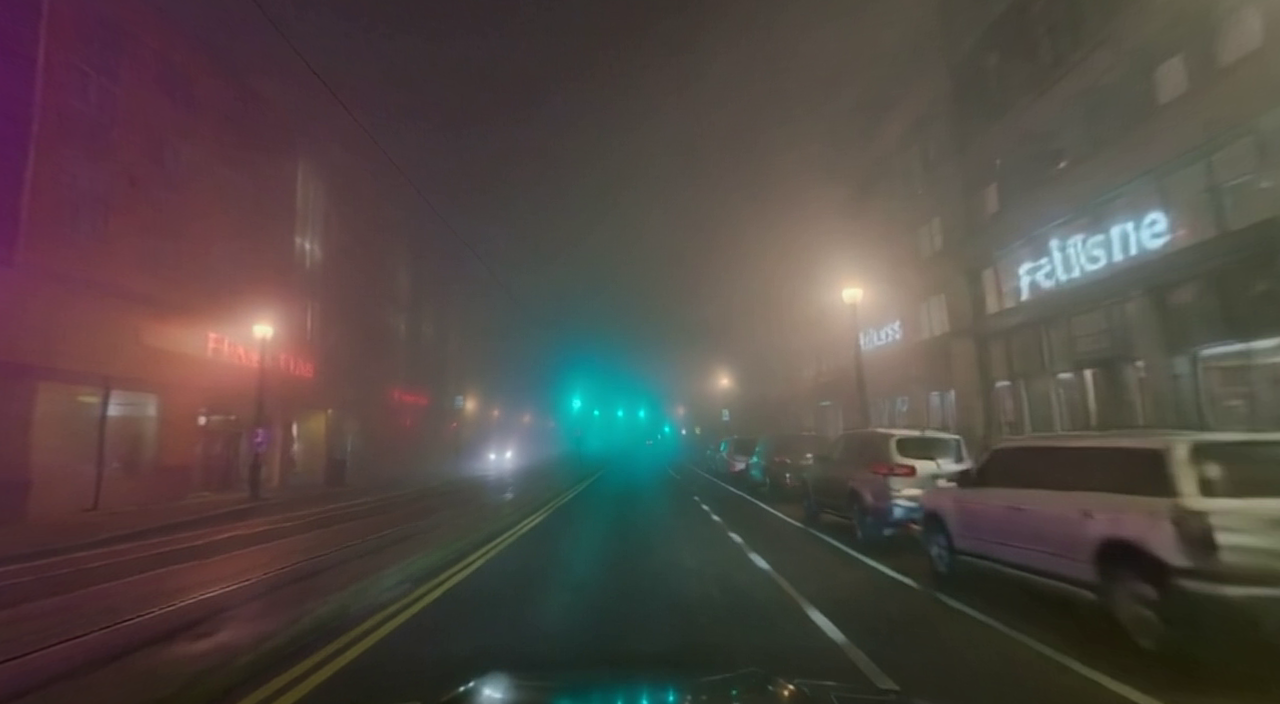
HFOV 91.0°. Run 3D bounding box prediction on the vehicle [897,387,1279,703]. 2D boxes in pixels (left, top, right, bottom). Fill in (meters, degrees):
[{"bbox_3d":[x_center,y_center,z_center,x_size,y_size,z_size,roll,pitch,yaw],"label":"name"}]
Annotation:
[{"bbox_3d":[3.598,1.178,4.639,1.808,1.541,3.644,-1,-8,0],"label":"vehicle"}]
